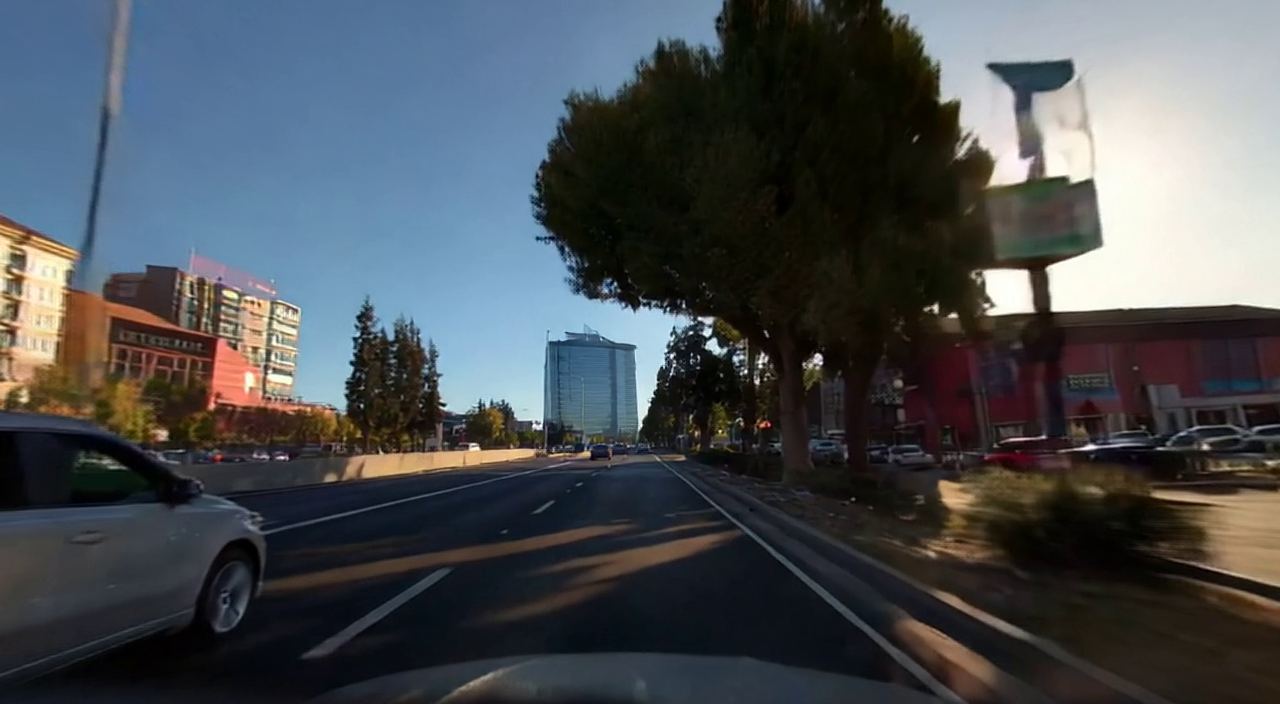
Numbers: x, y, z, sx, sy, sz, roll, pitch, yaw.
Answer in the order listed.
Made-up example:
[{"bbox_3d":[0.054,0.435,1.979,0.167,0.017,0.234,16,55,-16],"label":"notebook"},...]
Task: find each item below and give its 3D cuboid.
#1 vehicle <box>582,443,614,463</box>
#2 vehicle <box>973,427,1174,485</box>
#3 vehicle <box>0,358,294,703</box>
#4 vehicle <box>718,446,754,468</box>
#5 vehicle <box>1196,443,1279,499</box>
[{"bbox_3d":[-3.094,7.520,47.126,2.005,1.446,4.265,0,-8,1],"label":"vehicle"},{"bbox_3d":[15.820,3.734,23.396,1.691,1.670,5.790,0,-4,-39],"label":"vehicle"},{"bbox_3d":[-3.525,0.853,2.520,1.983,1.635,3.957,0,-8,0],"label":"vehicle"},{"bbox_3d":[6.796,7.470,44.960,1.888,1.425,4.547,0,-8,0],"label":"vehicle"},{"bbox_3d":[20.512,3.935,21.332,2.102,1.673,4.947,-8,-12,44],"label":"vehicle"}]
